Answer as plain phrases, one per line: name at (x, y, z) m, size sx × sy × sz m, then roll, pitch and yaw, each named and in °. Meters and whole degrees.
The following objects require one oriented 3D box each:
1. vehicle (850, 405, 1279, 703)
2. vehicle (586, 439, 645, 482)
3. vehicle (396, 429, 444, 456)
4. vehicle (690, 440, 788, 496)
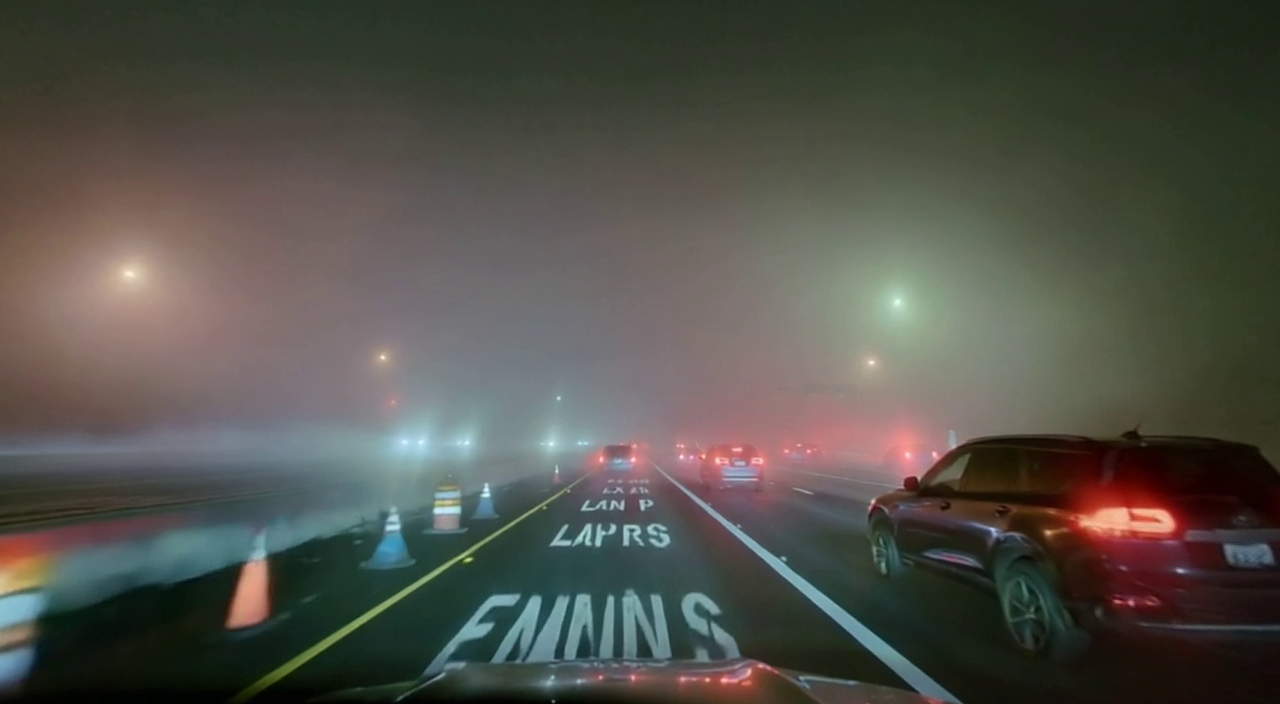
vehicle at (3.169, 1.219, 4.213) m, size 1.996 × 1.455 × 4.281 m, roll 0°, pitch -8°, yaw -1°
vehicle at (-0.873, 4.103, 24.126) m, size 2.069 × 1.470 × 4.004 m, roll 0°, pitch -8°, yaw -1°
vehicle at (-16.854, 6.969, 48.606) m, size 2.113 × 1.925 × 4.606 m, roll 0°, pitch -8°, yaw -1°
vehicle at (2.786, 3.381, 18.853) m, size 2.042 × 1.460 × 4.451 m, roll 0°, pitch -8°, yaw -2°
